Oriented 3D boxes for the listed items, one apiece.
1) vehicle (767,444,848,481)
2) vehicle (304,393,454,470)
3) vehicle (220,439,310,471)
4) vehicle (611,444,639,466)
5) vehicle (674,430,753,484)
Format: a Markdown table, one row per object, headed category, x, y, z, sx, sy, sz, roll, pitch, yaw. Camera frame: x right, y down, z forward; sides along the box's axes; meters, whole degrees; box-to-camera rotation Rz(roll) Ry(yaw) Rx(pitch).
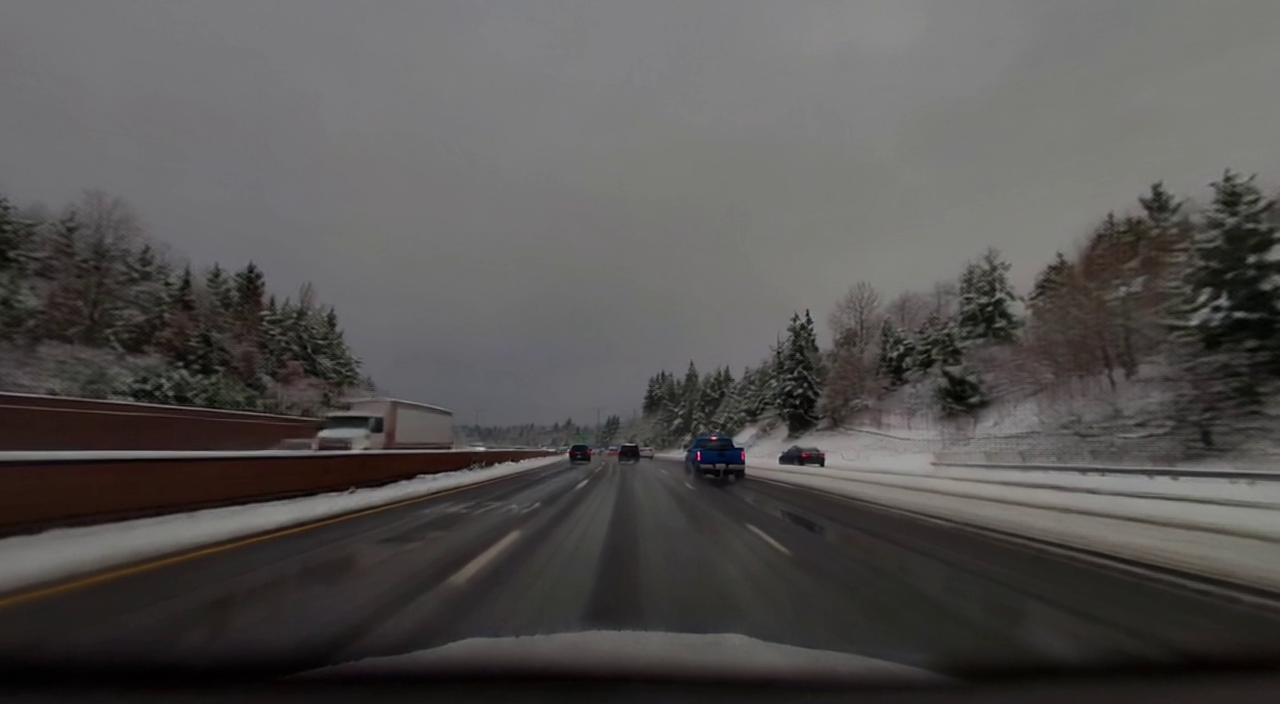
| category | x | y | z | sx | sy | sz | roll | pitch | yaw |
| --- | --- | --- | --- | --- | --- | --- | --- | --- | --- |
| vehicle | 7.282 | 4.828 | 28.004 | 1.976 | 1.485 | 4.925 | 0 | -8 | -3 |
| vehicle | -14.468 | 4.780 | 36.982 | 3.332 | 3.597 | 13.916 | 0 | -8 | -2 |
| vehicle | -18.459 | 5.092 | 31.330 | 1.895 | 1.465 | 4.334 | 0 | -8 | -2 |
| vehicle | -1.202 | 7.900 | 48.653 | 2.050 | 1.607 | 3.821 | 0 | -8 | -4 |
| vehicle | 2.878 | 4.304 | 26.194 | 2.374 | 1.952 | 5.431 | 0 | -8 | -3 |
